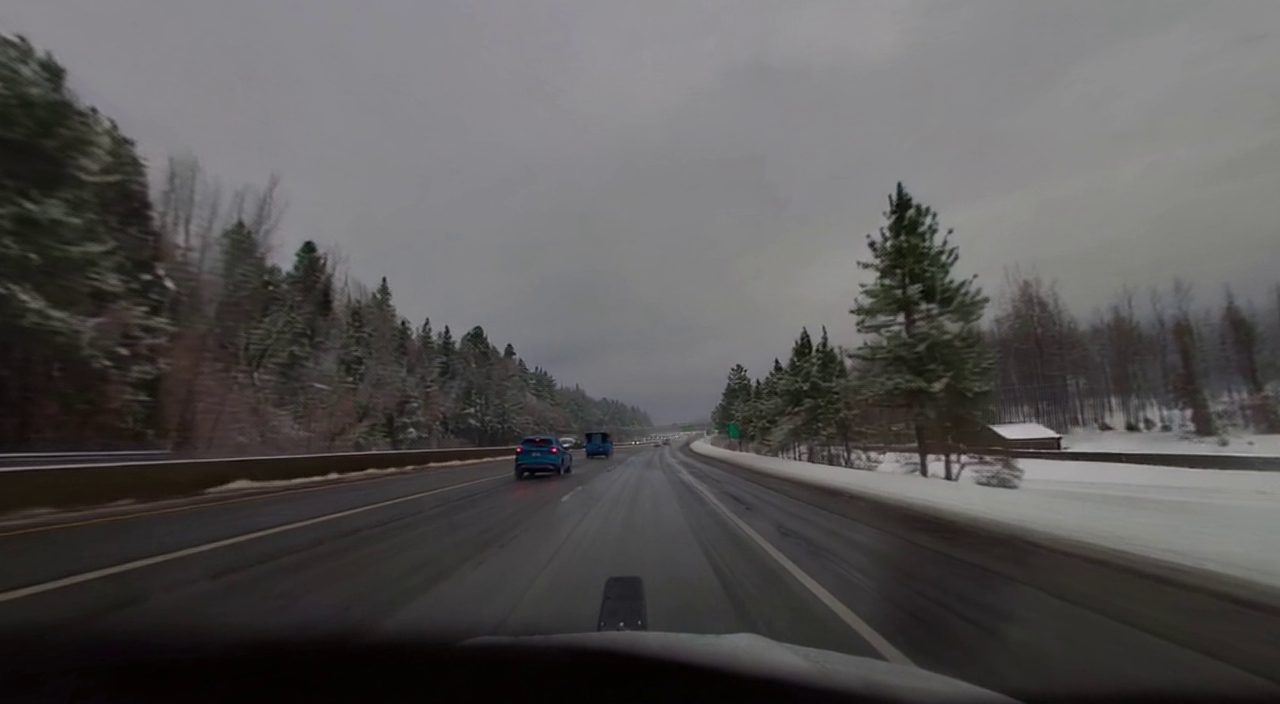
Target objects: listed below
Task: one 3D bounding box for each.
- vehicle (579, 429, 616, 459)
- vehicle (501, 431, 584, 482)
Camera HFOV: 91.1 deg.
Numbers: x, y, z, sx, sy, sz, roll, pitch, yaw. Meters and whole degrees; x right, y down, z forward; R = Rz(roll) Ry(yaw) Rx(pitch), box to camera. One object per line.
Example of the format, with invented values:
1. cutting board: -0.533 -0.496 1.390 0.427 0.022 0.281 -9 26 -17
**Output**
1. vehicle: -3.072 6.850 46.700 2.241 2.095 4.985 0 -8 2
2. vehicle: -3.275 3.618 22.070 2.053 1.589 4.671 0 -8 2
